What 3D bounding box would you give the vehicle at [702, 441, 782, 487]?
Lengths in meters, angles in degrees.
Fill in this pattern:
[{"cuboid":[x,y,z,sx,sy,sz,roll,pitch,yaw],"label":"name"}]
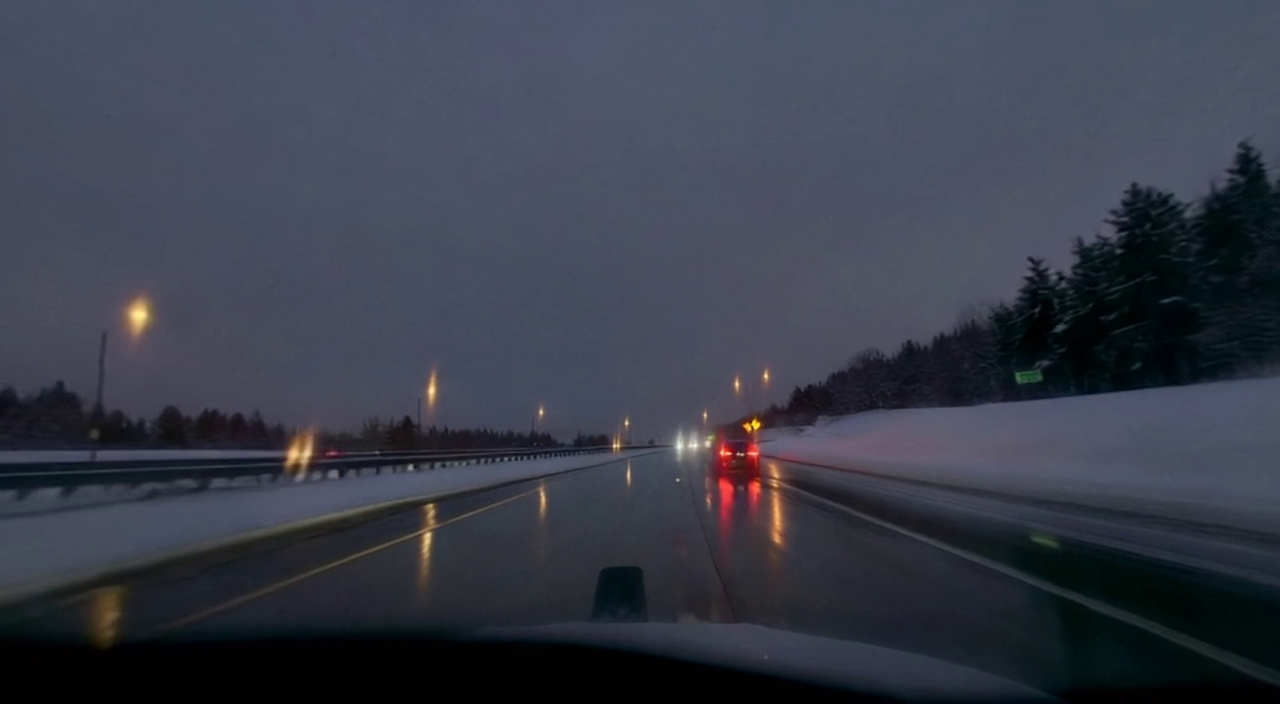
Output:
[{"cuboid":[3.380,3.825,21.738,2.124,1.405,4.398,0,-8,1],"label":"vehicle"}]
